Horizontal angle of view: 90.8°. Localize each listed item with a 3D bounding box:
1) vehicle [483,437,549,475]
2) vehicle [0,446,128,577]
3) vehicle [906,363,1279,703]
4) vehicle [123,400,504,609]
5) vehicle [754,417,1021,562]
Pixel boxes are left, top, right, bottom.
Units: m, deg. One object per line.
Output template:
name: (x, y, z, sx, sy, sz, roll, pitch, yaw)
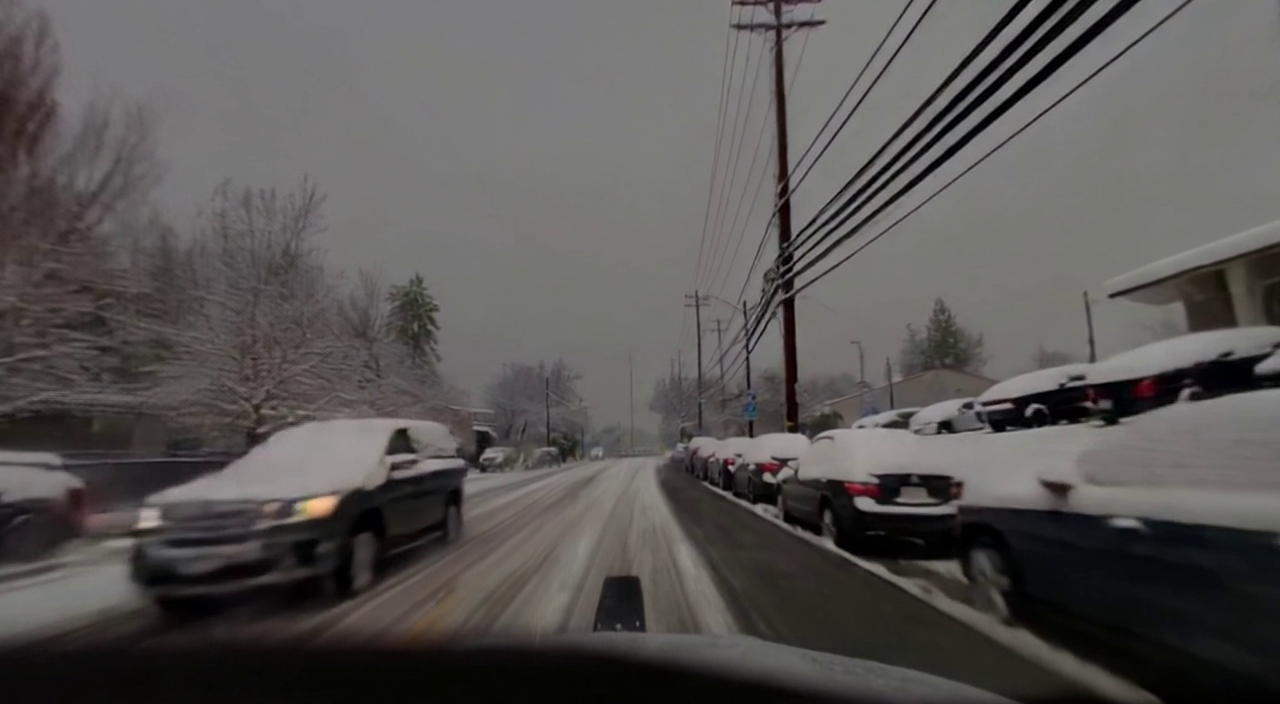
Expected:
vehicle: (-6.381, 5.490, 33.076, 2.081, 1.760, 4.598, 0, -11, 6)
vehicle: (-9.746, 2.119, 7.956, 4.703, 1.523, 1.988, -1, -7, -21)
vehicle: (3.472, 1.043, 3.623, 1.936, 1.641, 4.434, 0, -9, 0)
vehicle: (-3.187, 1.593, 7.527, 2.103, 1.721, 4.473, 0, -8, 0)
vehicle: (3.210, 1.876, 9.369, 2.037, 1.622, 4.270, 0, -9, -3)
